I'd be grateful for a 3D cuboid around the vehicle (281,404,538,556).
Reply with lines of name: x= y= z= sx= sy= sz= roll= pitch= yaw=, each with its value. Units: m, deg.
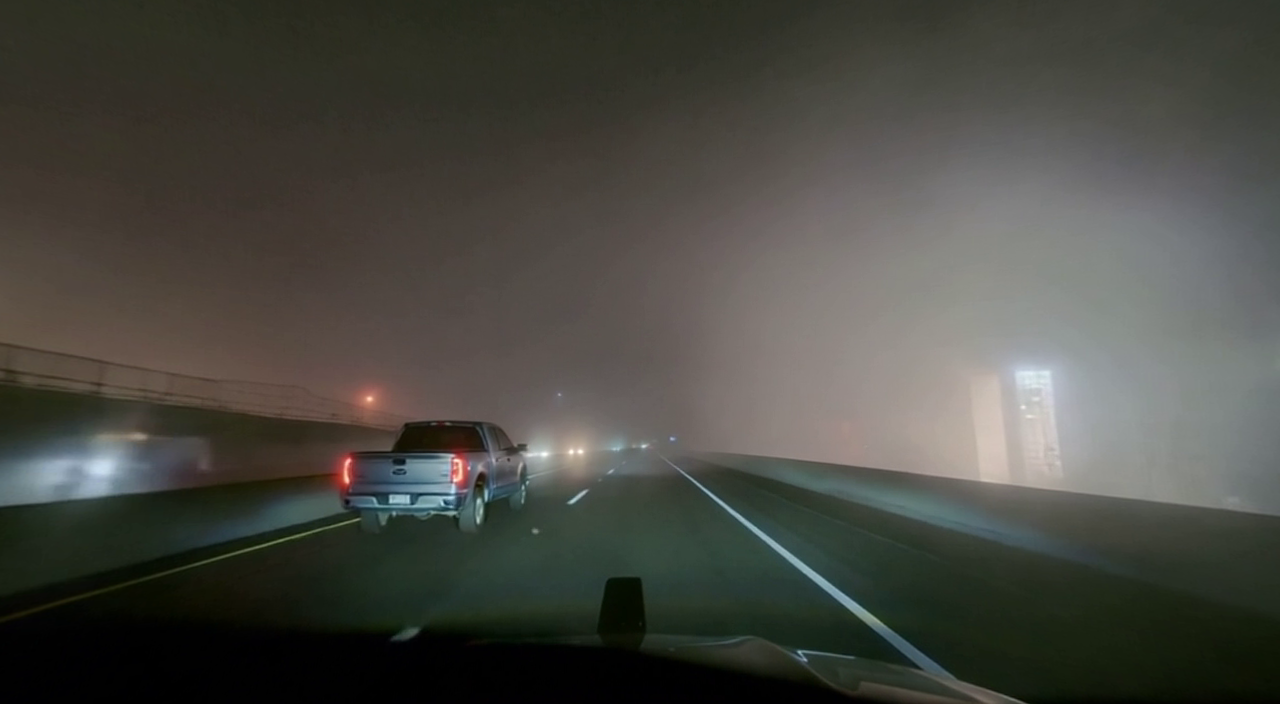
vehicle: x=-3.421 y=2.054 z=10.977 sx=2.350 sy=1.932 sz=5.562 roll=-1 pitch=-8 yaw=0
